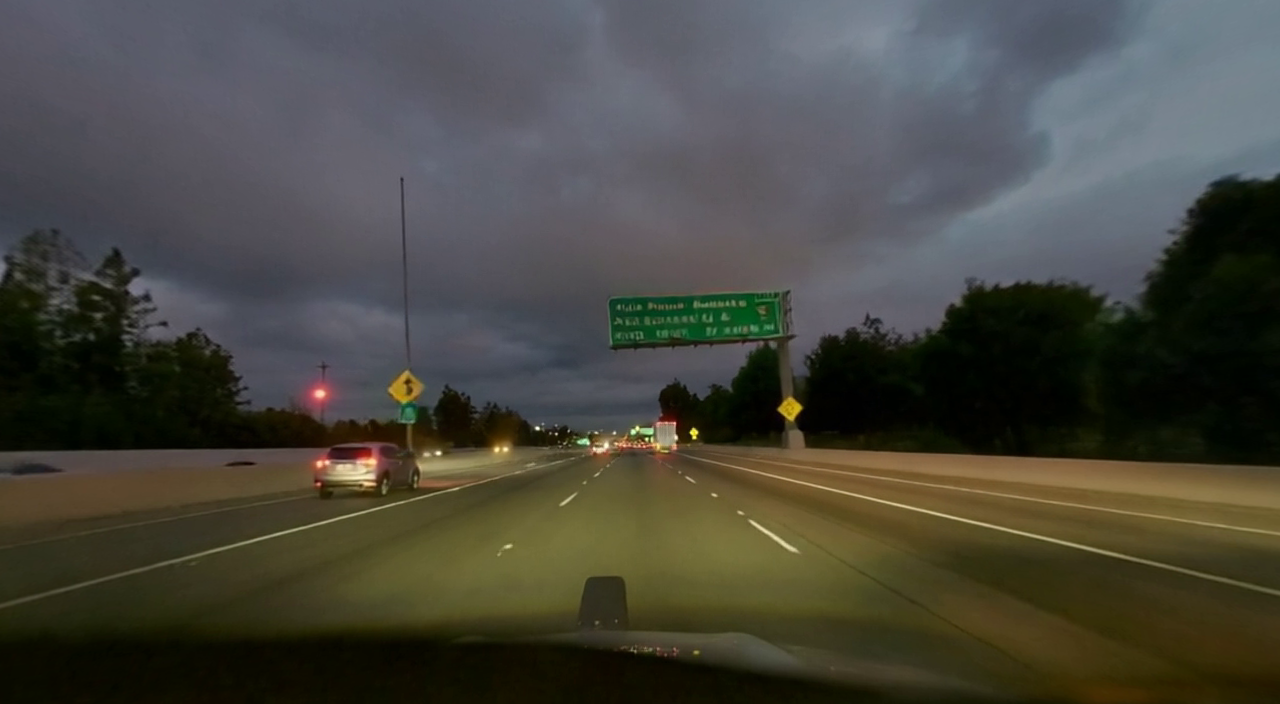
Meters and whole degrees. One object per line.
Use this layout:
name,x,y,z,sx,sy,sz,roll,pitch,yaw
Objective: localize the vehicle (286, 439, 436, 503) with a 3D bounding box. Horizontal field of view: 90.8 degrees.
vehicle,-7.334,3.151,17.227,2.033,1.494,4.508,0,-9,0
